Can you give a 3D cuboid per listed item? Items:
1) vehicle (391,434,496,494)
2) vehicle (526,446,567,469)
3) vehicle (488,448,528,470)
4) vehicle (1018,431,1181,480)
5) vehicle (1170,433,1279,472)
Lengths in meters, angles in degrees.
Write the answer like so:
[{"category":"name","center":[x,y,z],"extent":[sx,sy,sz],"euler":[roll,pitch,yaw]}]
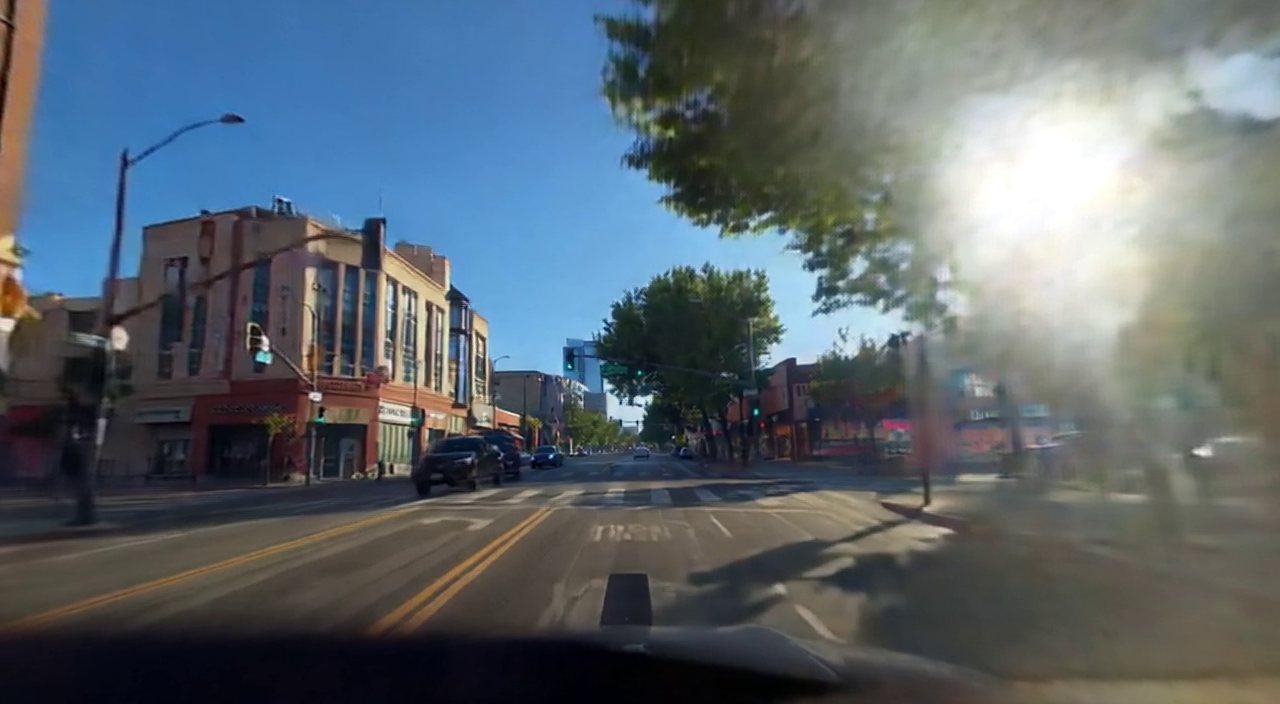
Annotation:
[{"category":"vehicle","center":[-6.292,3.626,20.784],"extent":[2.041,1.756,4.392],"euler":[0,-8,0]},{"category":"vehicle","center":[-6.199,7.005,42.076],"extent":[2.007,1.478,4.328],"euler":[0,-8,1]},{"category":"vehicle","center":[-9.783,7.959,46.905],"extent":[1.919,1.518,4.360],"euler":[0,-8,2]},{"category":"vehicle","center":[16.573,3.758,22.922],"extent":[4.299,1.679,2.011],"euler":[0,-9,0]},{"category":"vehicle","center":[24.873,4.098,25.795],"extent":[4.503,1.472,2.032],"euler":[0,-9,-1]}]
